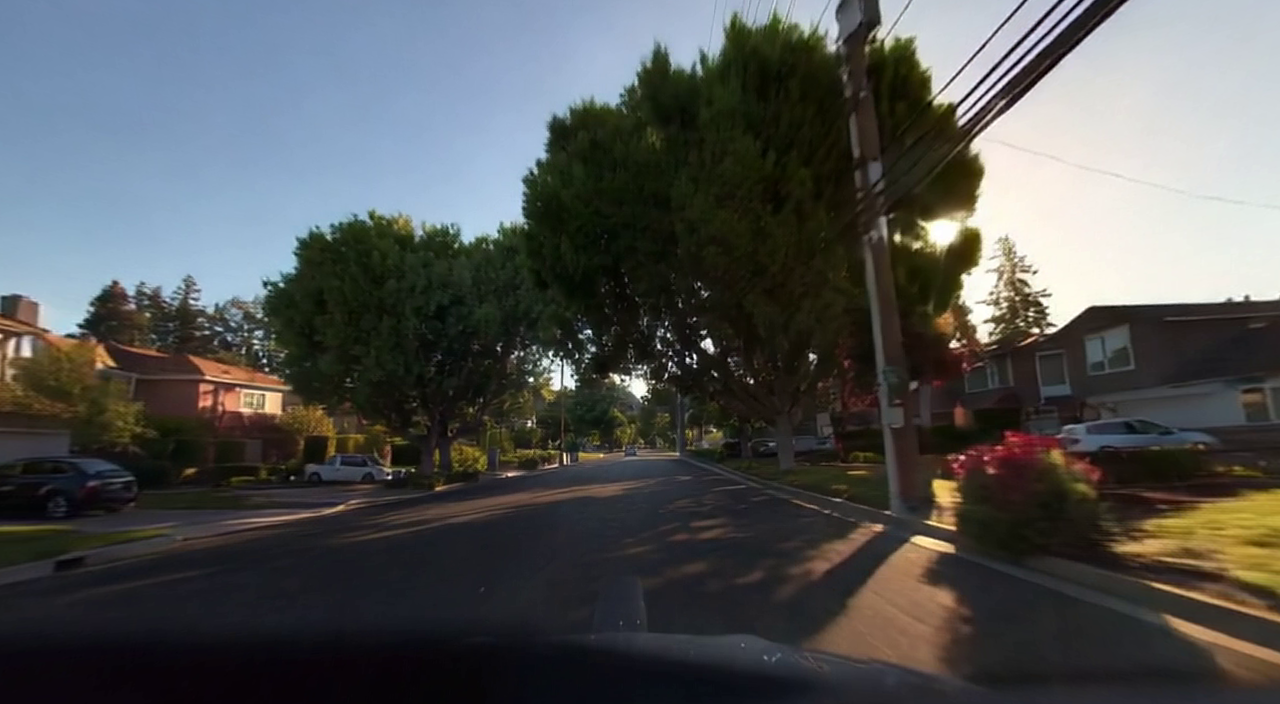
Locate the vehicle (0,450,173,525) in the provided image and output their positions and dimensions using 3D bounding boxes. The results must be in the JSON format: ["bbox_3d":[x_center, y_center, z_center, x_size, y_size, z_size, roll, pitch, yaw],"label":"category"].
[{"bbox_3d":[-14.964,3.346,16.218,1.978,1.586,5.192,0,-8,0],"label":"vehicle"}]

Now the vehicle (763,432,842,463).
[{"bbox_3d":[10.666,6.304,41.698,4.686,1.786,2.019,-3,-8,6],"label":"vehicle"}]

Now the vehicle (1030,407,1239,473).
[{"bbox_3d":[14.562,2.636,18.881,4.373,1.759,2.093,0,-9,4],"label":"vehicle"}]

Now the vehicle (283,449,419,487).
[{"bbox_3d":[-12.505,5.022,27.538,4.893,1.567,2.105,-1,-9,5],"label":"vehicle"}]
